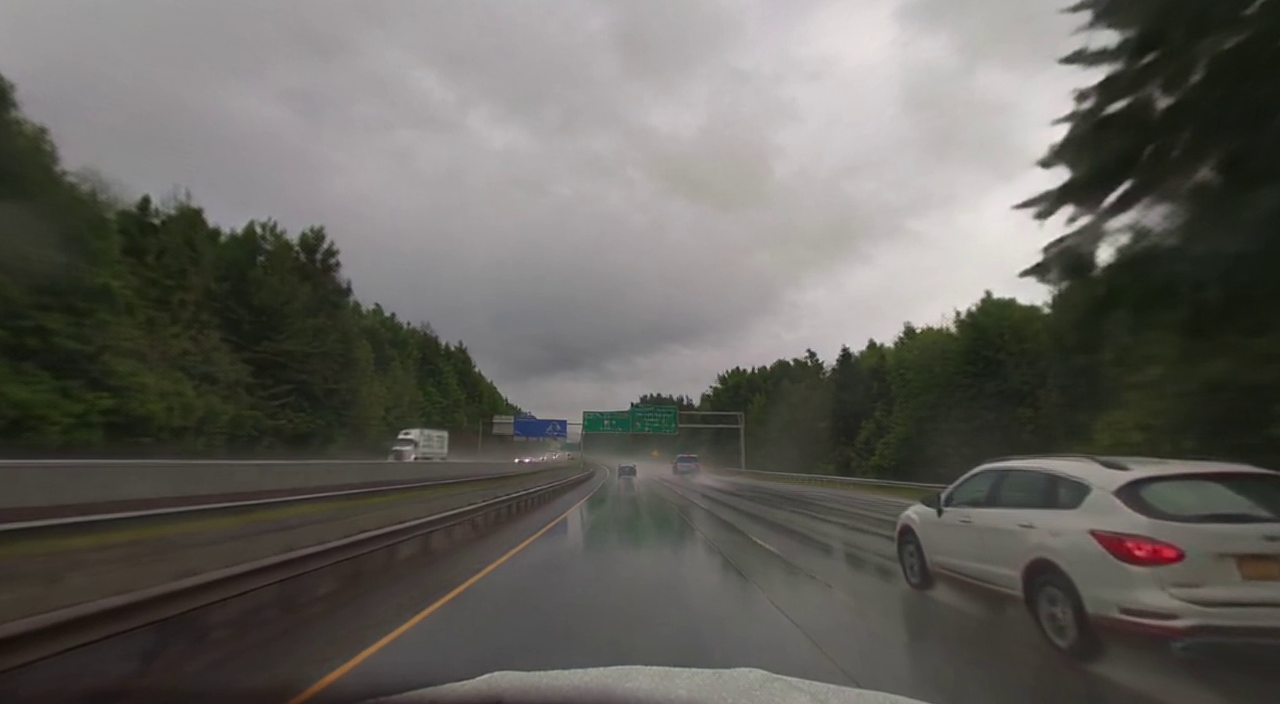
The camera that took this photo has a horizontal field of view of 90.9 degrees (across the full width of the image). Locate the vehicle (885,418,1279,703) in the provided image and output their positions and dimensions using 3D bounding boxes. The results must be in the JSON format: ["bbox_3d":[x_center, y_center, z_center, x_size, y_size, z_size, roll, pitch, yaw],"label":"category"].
[{"bbox_3d":[3.955,1.549,5.184,2.132,1.662,4.180,1,-10,-1],"label":"vehicle"}]
